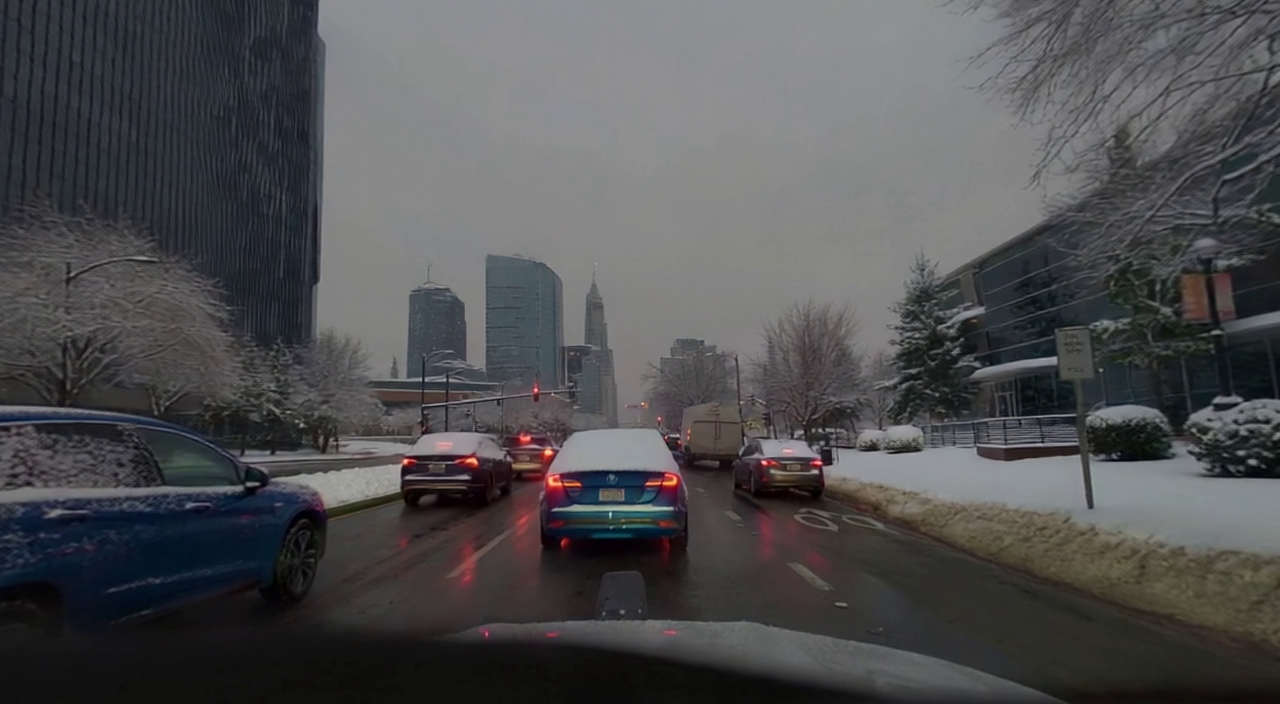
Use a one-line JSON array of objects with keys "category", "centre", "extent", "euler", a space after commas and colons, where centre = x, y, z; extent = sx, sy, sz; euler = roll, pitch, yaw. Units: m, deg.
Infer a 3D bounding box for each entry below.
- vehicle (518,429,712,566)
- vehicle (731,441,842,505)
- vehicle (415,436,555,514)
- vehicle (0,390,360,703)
[{"category": "vehicle", "centre": [-0.231, 1.964, 9.303], "extent": [2.174, 1.509, 4.374], "euler": [0, -9, 1]}, {"category": "vehicle", "centre": [3.841, 3.225, 17.271], "extent": [1.940, 1.514, 4.187], "euler": [0, -9, -1]}, {"category": "vehicle", "centre": [-3.346, 2.752, 14.634], "extent": [2.044, 1.508, 4.479], "euler": [0, -9, 1]}, {"category": "vehicle", "centre": [-3.564, 1.098, 3.735], "extent": [1.933, 1.520, 4.195], "euler": [0, -9, -1]}]
